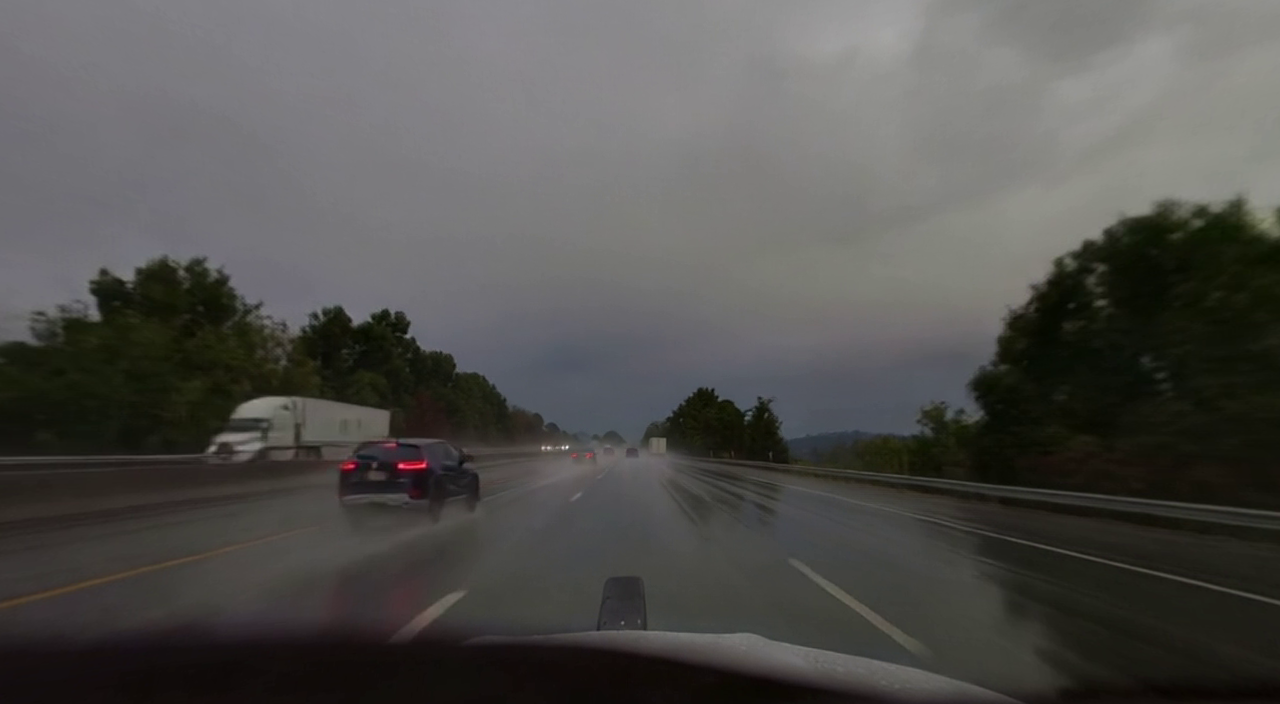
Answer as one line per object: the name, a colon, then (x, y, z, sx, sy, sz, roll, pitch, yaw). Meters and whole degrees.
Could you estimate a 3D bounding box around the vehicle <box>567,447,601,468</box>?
vehicle: (-4.104, 7.857, 46.962, 2.169, 1.473, 4.631, 0, -9, 0)

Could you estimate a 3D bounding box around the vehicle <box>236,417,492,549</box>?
vehicle: (-4.068, 2.040, 10.391, 2.108, 1.666, 4.558, 0, -9, 0)
